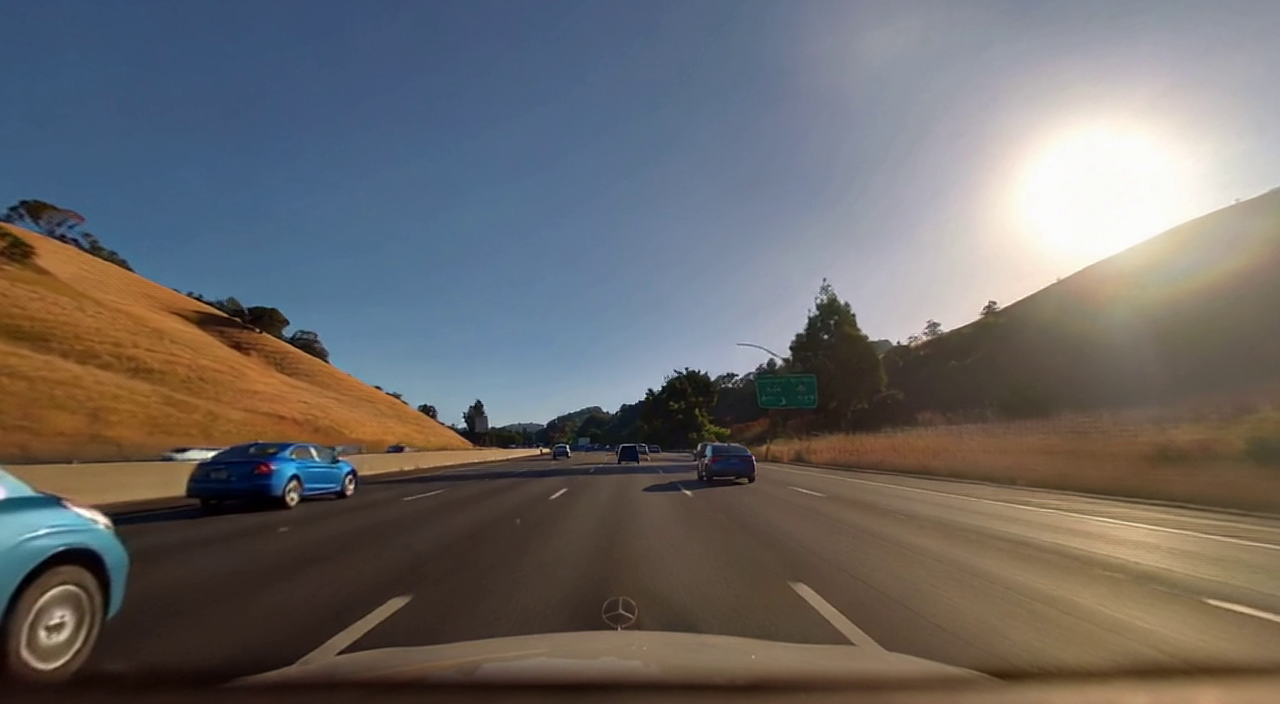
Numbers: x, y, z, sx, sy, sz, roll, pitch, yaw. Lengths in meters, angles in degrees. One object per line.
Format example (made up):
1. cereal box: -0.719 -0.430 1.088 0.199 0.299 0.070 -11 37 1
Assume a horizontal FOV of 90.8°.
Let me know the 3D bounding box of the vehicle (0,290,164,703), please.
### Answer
1. vehicle: -3.792 0.426 0.513 2.379 1.948 5.668 0 -8 0

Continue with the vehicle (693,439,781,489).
1. vehicle: 3.157 3.773 21.645 2.120 1.492 4.734 0 -8 -1

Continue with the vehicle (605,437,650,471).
1. vehicle: -0.667 5.477 34.066 2.277 1.675 4.023 0 -8 -1

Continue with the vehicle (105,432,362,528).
1. vehicle: -7.572 2.408 12.552 1.922 1.508 4.816 0 -8 0
